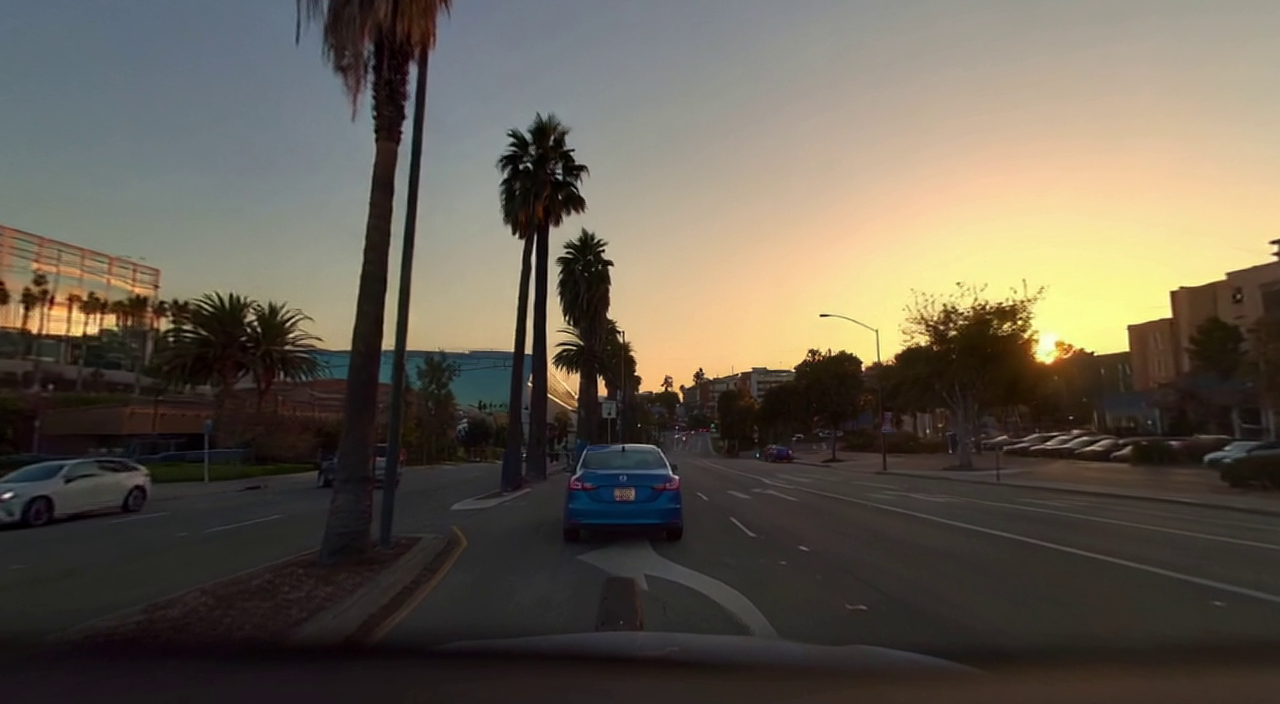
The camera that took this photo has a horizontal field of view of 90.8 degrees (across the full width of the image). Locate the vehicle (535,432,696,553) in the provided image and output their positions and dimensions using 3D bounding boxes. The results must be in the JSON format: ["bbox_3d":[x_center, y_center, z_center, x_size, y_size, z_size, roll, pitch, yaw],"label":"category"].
[{"bbox_3d":[-0.639,2.079,10.152,1.986,1.473,4.382,1,-9,-10],"label":"vehicle"}]

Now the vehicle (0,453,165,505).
[{"bbox_3d":[-17.865,3.888,19.641,4.585,1.479,2.088,-1,-9,4],"label":"vehicle"}]

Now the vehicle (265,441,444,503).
[{"bbox_3d":[-8.000,3.297,17.736,4.457,1.552,2.095,-4,-10,25],"label":"vehicle"}]
